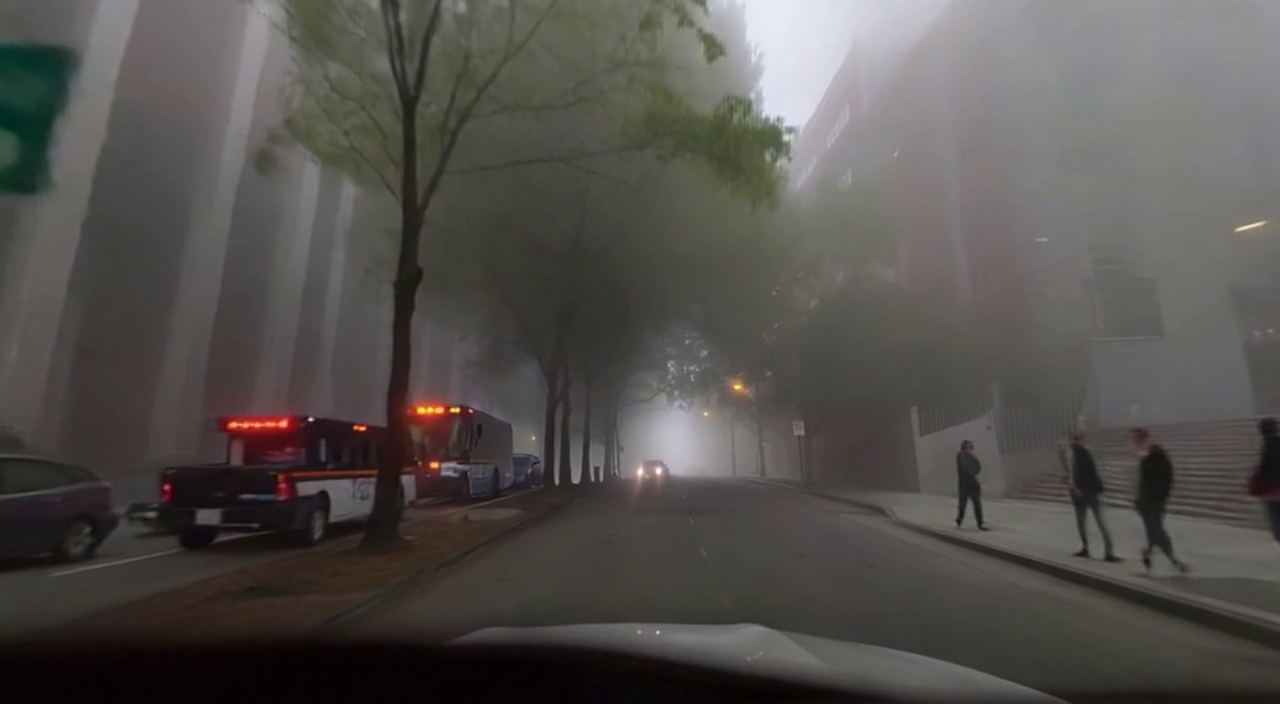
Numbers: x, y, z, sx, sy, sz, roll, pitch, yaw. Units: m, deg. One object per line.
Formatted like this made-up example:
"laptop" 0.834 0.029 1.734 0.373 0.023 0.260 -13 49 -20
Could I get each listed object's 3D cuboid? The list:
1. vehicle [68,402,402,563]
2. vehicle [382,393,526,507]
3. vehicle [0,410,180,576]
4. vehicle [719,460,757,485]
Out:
"vehicle" -5.613 1.880 9.735 1.988 1.855 4.599 -1 -9 1
"vehicle" -4.989 2.792 18.104 2.268 2.708 5.699 -1 -9 1
"vehicle" -8.356 1.639 7.467 2.109 1.819 4.615 2 -16 2
"vehicle" 6.671 8.254 43.543 1.888 1.536 4.381 0 -9 0
